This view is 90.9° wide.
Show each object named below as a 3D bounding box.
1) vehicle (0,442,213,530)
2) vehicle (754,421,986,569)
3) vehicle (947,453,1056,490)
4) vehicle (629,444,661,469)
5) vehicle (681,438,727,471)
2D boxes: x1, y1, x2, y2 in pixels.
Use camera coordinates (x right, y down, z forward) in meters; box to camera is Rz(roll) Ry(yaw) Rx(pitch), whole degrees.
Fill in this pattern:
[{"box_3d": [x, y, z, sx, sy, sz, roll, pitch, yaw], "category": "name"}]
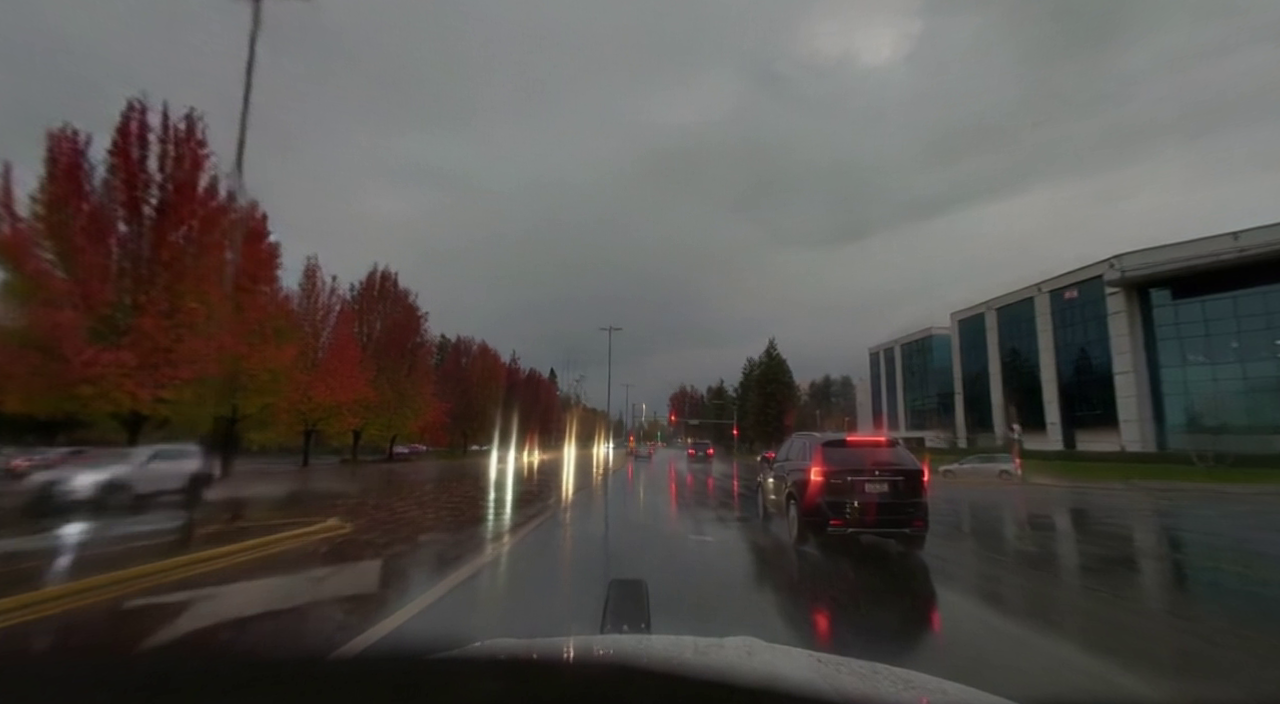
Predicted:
[{"box_3d": [-11.561, 2.623, 13.063, 2.055, 1.479, 4.693, 0, -8, 1], "category": "vehicle"}, {"box_3d": [2.981, 1.923, 9.191, 1.901, 1.634, 3.896, 1, -8, 0], "category": "vehicle"}, {"box_3d": [17.550, 5.795, 30.836, 4.398, 1.634, 2.031, -4, -9, 27], "category": "vehicle"}, {"box_3d": [0.264, 6.734, 40.760, 1.991, 1.477, 3.814, 0, -8, -1], "category": "vehicle"}, {"box_3d": [3.777, 6.157, 38.003, 2.154, 1.844, 4.634, 0, -8, -1], "category": "vehicle"}]
